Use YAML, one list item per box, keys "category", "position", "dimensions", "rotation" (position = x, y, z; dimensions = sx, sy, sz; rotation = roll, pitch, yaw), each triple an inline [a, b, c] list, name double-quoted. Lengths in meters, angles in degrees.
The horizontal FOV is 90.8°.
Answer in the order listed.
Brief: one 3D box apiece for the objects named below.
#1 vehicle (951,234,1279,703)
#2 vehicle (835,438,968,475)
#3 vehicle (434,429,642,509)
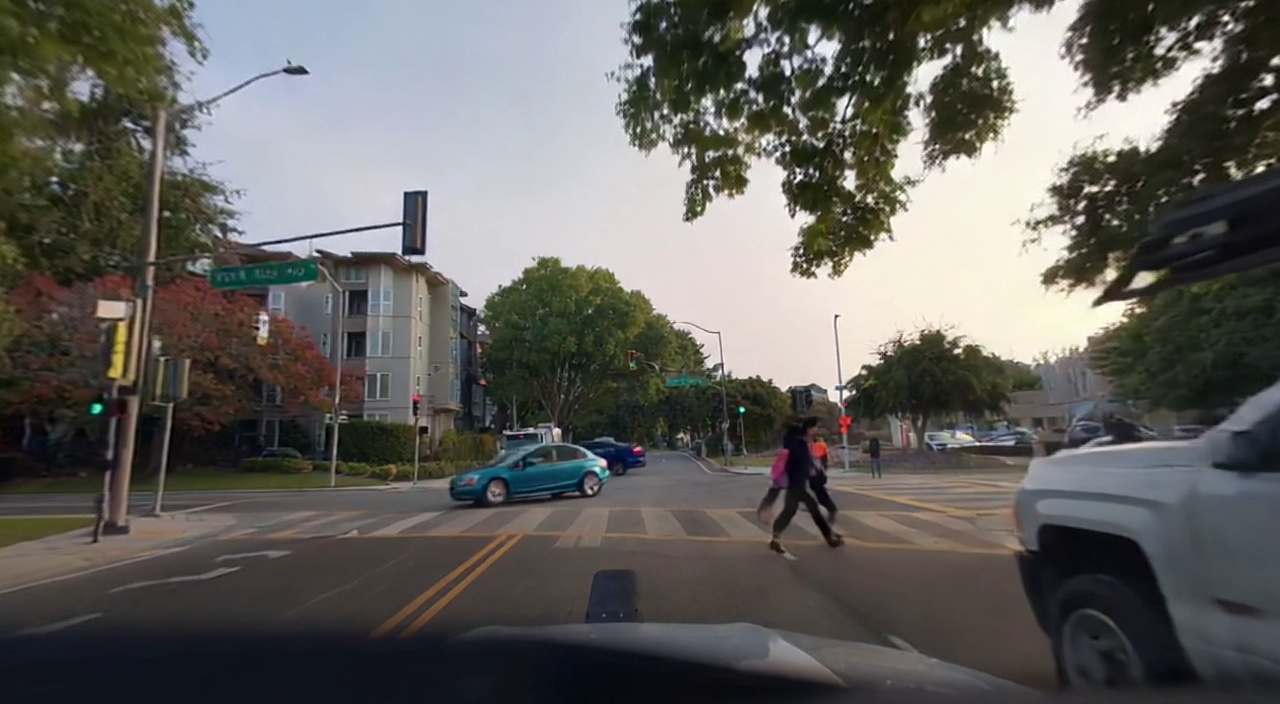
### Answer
- category: "vehicle"
  position: [3.043, 0.532, 1.032]
  dimensions: [2.177, 2.015, 5.463]
  rotation: [0, -8, -1]
- category: "vehicle"
  position: [11.403, 4.525, 27.630]
  dimensions: [5.158, 1.470, 2.012]
  rotation: [-4, -9, 26]
- category: "vehicle"
  position: [-2.293, 2.748, 15.415]
  dimensions: [1.979, 1.630, 4.771]
  rotation: [-8, -11, 43]
